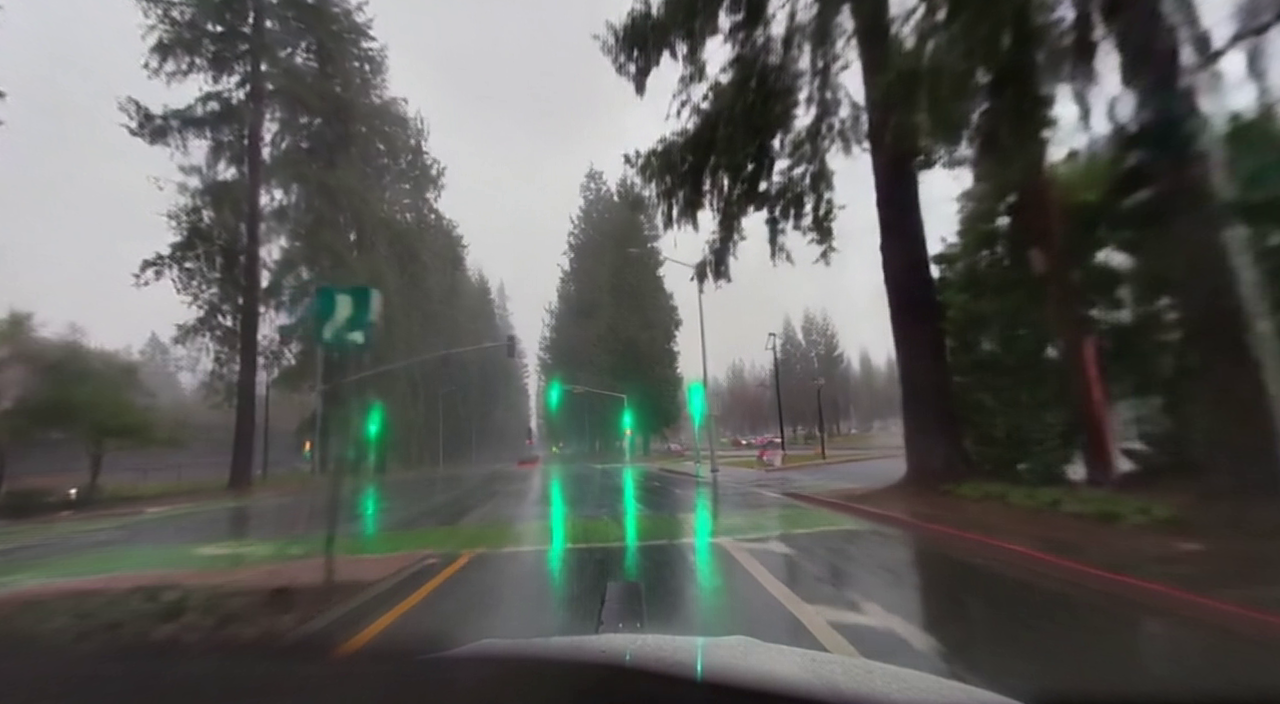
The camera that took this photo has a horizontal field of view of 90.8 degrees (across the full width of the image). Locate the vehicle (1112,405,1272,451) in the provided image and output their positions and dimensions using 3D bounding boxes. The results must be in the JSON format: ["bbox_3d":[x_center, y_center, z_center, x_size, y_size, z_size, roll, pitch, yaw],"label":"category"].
[{"bbox_3d":[20.293,2.868,23.494,1.908,1.467,4.117,3,-8,-10],"label":"vehicle"}]
